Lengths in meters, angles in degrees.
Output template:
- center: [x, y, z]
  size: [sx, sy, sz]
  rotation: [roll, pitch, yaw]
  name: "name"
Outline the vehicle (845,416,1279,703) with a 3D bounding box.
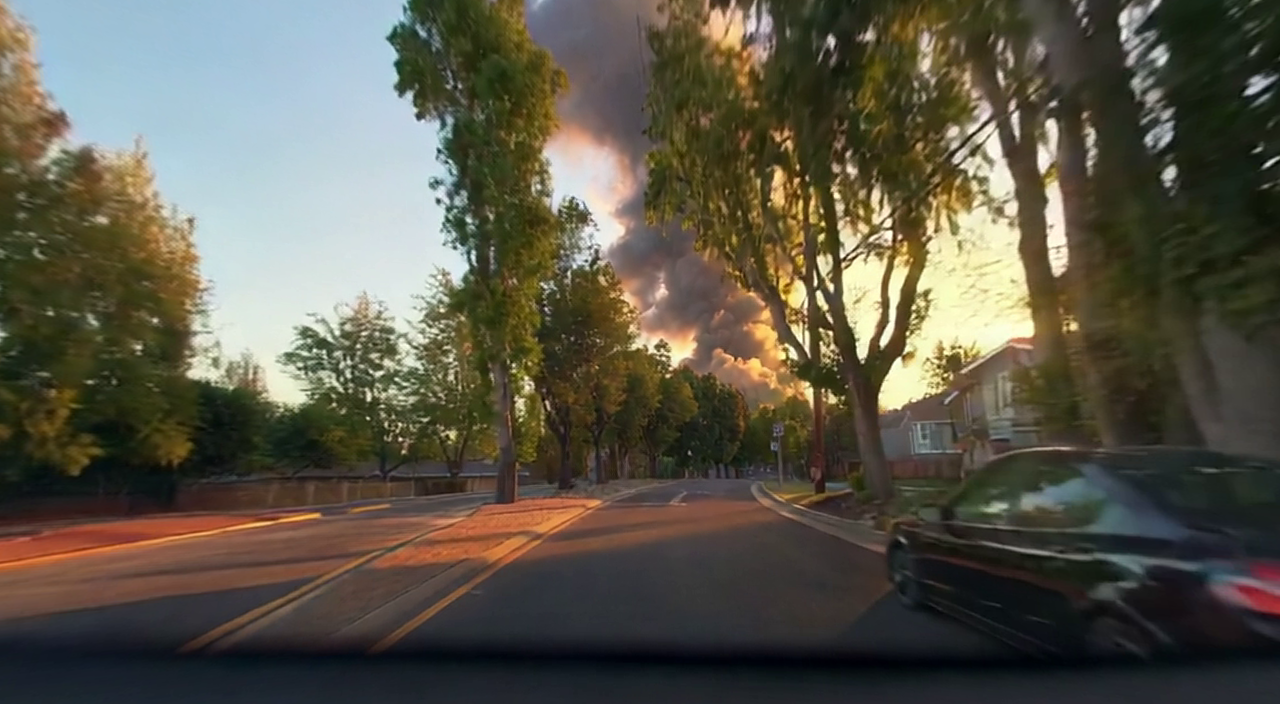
- center: [3.108, 1.249, 3.847]
  size: [1.965, 1.486, 4.582]
  rotation: [0, -10, -3]
  name: "vehicle"
